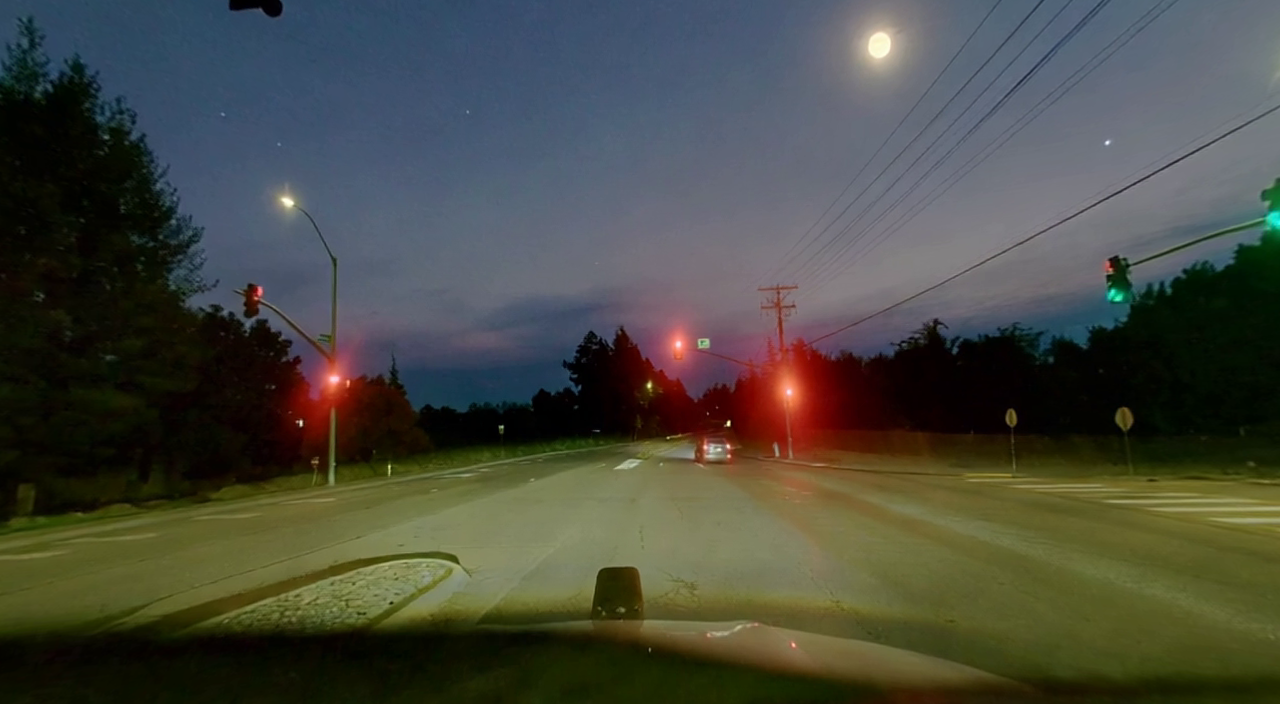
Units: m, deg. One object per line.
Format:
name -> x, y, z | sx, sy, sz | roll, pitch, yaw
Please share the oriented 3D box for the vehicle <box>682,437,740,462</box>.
vehicle -> 4.456, 6.259, 40.577 | 2.067, 1.490, 4.884 | 2, -9, -14
